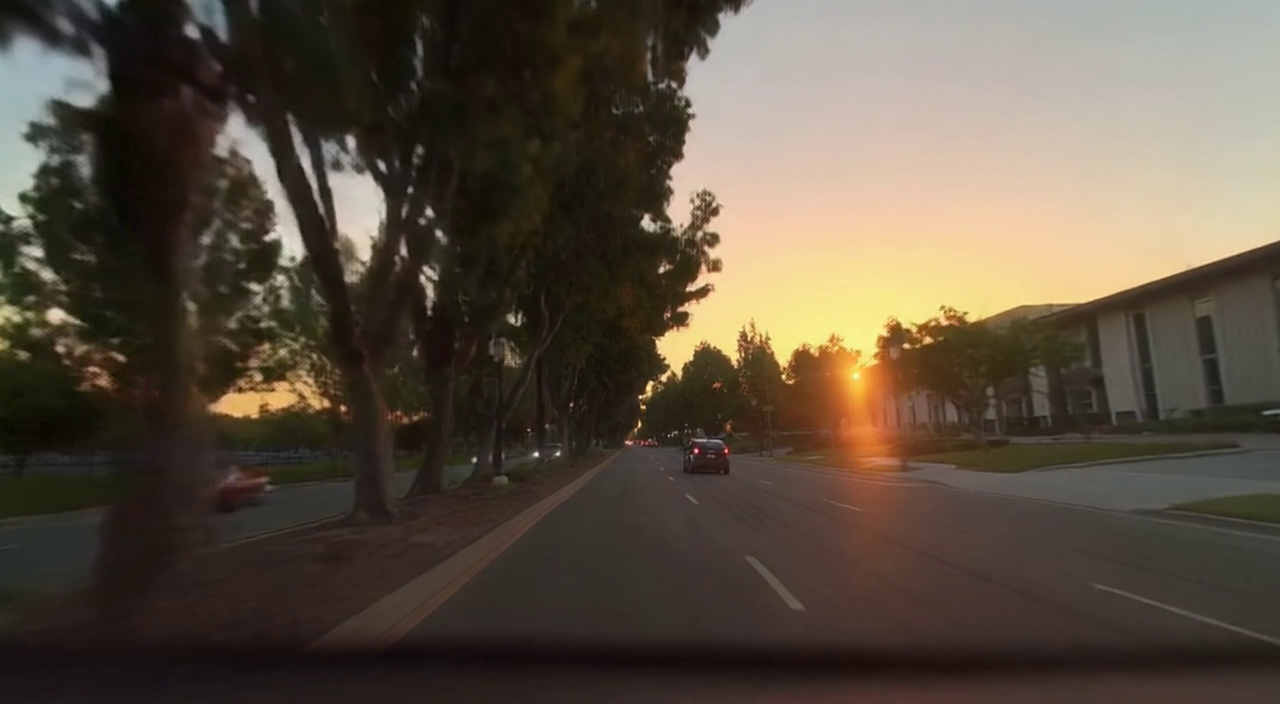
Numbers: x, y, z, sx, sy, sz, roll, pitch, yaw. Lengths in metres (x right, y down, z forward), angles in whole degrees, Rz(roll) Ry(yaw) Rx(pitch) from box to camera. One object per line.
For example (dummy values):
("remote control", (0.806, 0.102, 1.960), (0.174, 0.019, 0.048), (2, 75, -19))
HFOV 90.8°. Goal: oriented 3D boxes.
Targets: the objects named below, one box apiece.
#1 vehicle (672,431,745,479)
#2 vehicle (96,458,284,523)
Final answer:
("vehicle", (2.630, 4.123, 25.531), (2.240, 1.740, 4.605), (0, -8, -2))
("vehicle", (-11.957, 3.665, 17.250), (1.834, 1.415, 4.509), (0, -8, 0))
